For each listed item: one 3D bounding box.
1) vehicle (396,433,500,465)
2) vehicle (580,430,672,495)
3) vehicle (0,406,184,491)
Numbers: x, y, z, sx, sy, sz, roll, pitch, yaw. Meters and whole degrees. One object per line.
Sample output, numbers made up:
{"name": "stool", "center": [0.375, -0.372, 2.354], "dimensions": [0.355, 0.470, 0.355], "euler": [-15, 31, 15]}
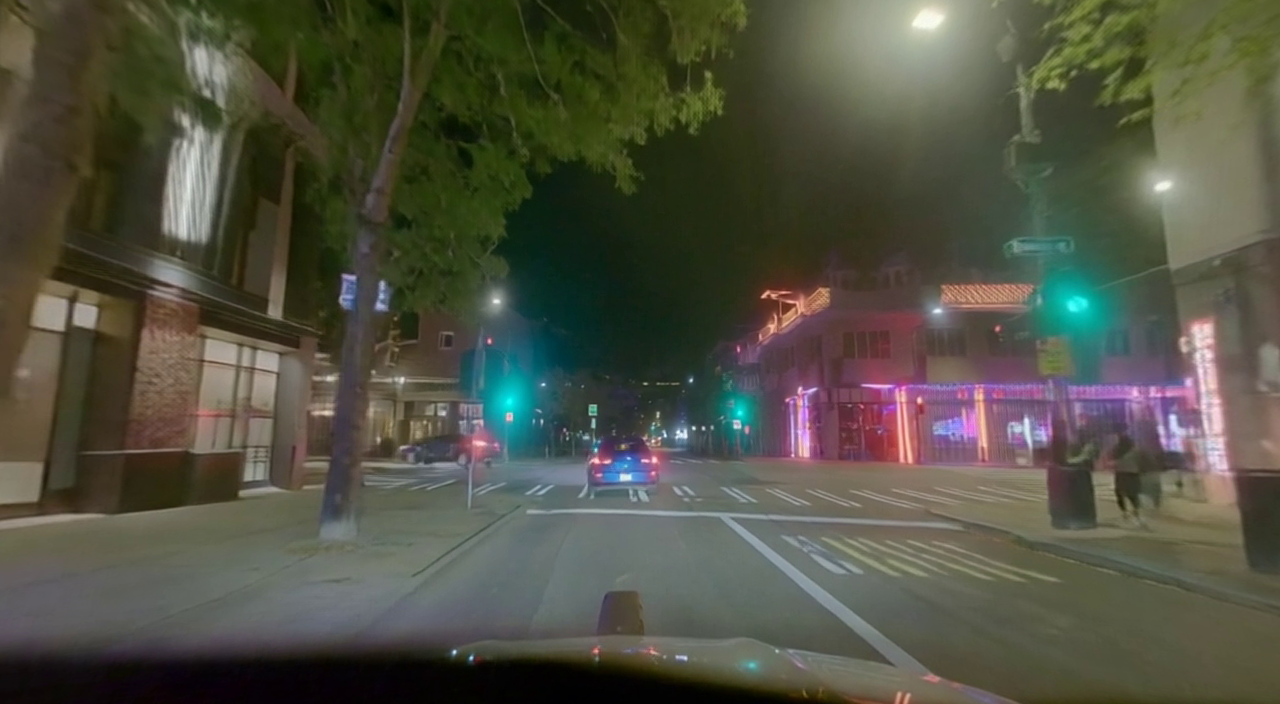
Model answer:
{"name": "vehicle", "center": [-9.400, 4.764, 30.910], "dimensions": [4.627, 1.468, 1.871], "euler": [-3, -9, 20]}
{"name": "vehicle", "center": [-0.529, 2.893, 16.970], "dimensions": [2.106, 1.482, 4.459], "euler": [1, -9, -6]}
{"name": "vehicle", "center": [-17.831, 2.939, 19.269], "dimensions": [5.858, 2.396, 2.319], "euler": [0, -9, -2]}
